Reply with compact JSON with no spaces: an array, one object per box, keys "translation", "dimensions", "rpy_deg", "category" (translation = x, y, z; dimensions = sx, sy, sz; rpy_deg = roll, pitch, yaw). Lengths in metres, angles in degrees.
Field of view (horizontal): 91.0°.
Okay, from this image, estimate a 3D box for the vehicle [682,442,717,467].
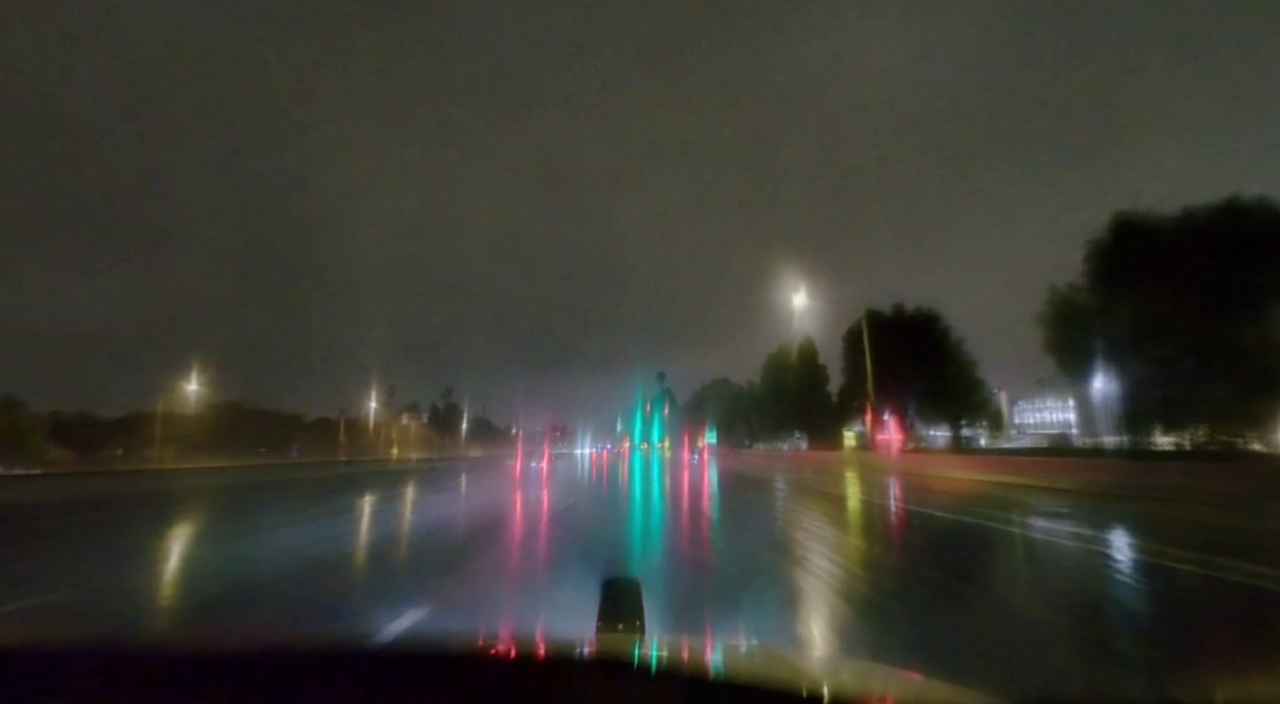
[{"translation":[4.265,7.457,45.861],"dimensions":[2.047,1.662,4.243],"rpy_deg":[0,-9,-1],"category":"vehicle"}]
